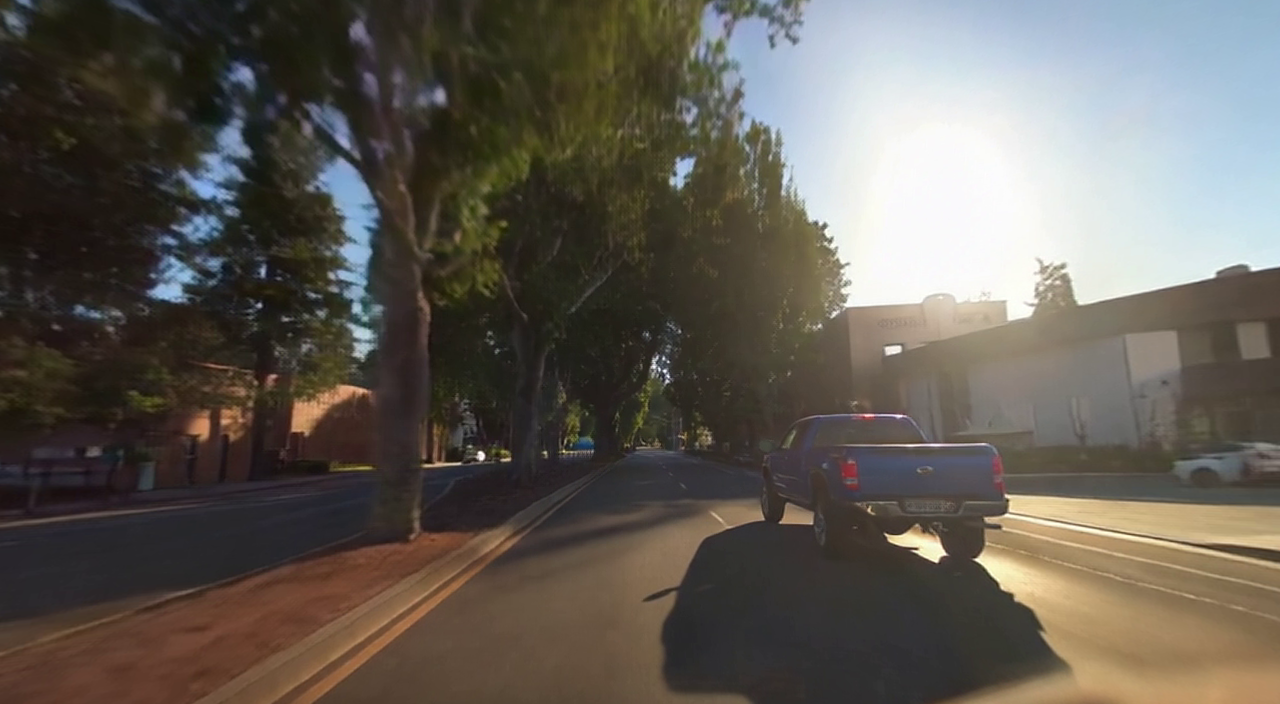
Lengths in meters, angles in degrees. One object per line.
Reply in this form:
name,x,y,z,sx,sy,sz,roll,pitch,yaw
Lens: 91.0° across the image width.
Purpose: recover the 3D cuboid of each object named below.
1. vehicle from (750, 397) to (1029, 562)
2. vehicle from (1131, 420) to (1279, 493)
vehicle,3.255,1.824,9.775,2.085,1.828,5.383,0,-8,0
vehicle,16.061,2.773,16.885,1.952,1.691,4.743,0,-8,0
